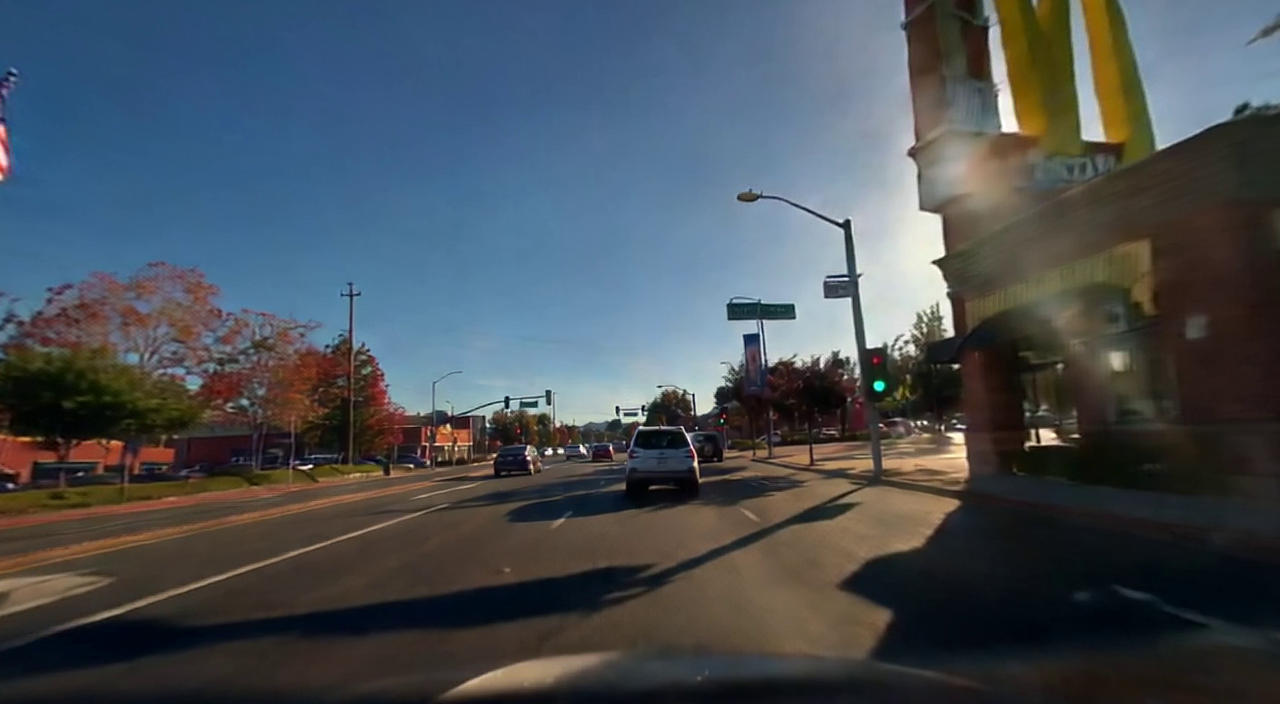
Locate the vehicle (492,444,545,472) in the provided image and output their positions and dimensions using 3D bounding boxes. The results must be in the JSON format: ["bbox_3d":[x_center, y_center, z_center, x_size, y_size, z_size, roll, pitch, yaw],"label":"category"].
[{"bbox_3d":[-6.602,5.793,34.722,1.966,1.461,4.422,0,-8,1],"label":"vehicle"}]

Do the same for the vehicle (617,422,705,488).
[{"bbox_3d":[0.580,3.345,20.780,2.513,1.854,5.235,0,-8,-1],"label":"vehicle"}]

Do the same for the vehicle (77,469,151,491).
[{"bbox_3d":[-41.014,9.951,49.314,1.792,1.450,4.553,0,-8,2],"label":"vehicle"}]
